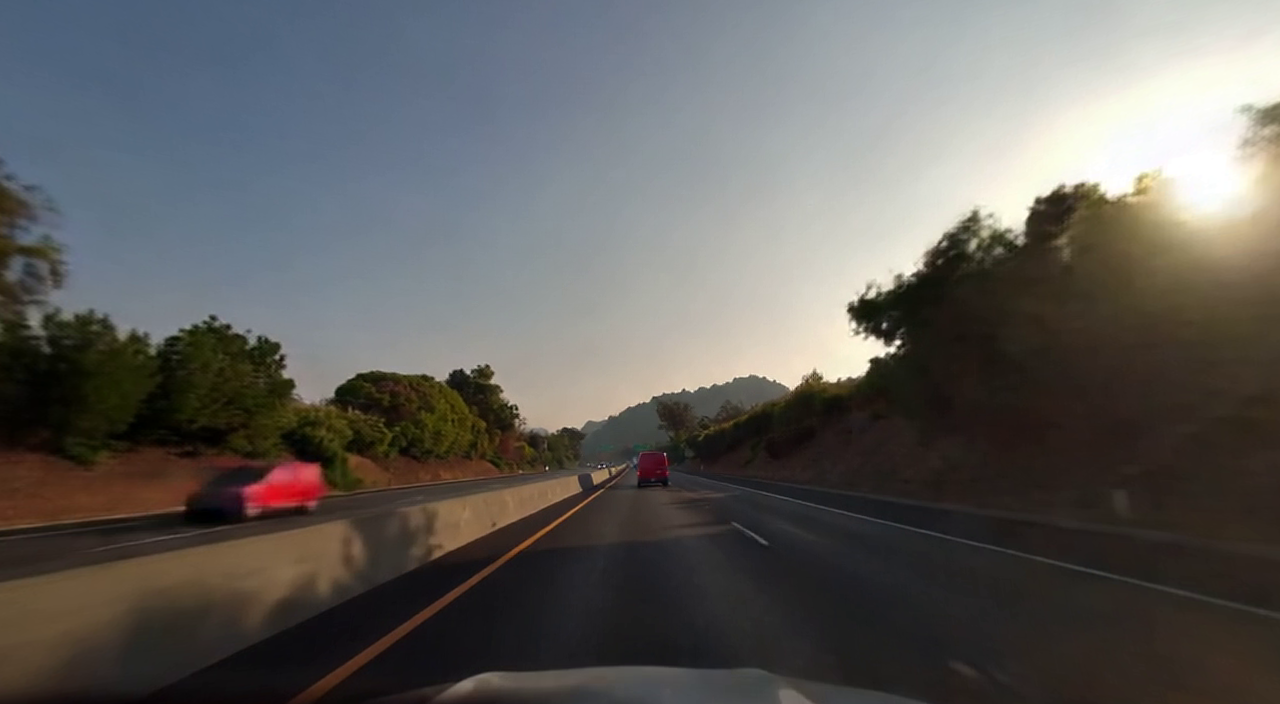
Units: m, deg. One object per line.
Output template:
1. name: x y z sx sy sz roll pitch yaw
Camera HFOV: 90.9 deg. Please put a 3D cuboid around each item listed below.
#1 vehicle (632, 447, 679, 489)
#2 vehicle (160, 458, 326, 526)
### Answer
1. vehicle: 0.821 6.690 36.367 2.429 2.167 4.558 1 -11 -2
2. vehicle: -11.745 4.162 19.139 2.023 1.743 4.528 1 -10 0
